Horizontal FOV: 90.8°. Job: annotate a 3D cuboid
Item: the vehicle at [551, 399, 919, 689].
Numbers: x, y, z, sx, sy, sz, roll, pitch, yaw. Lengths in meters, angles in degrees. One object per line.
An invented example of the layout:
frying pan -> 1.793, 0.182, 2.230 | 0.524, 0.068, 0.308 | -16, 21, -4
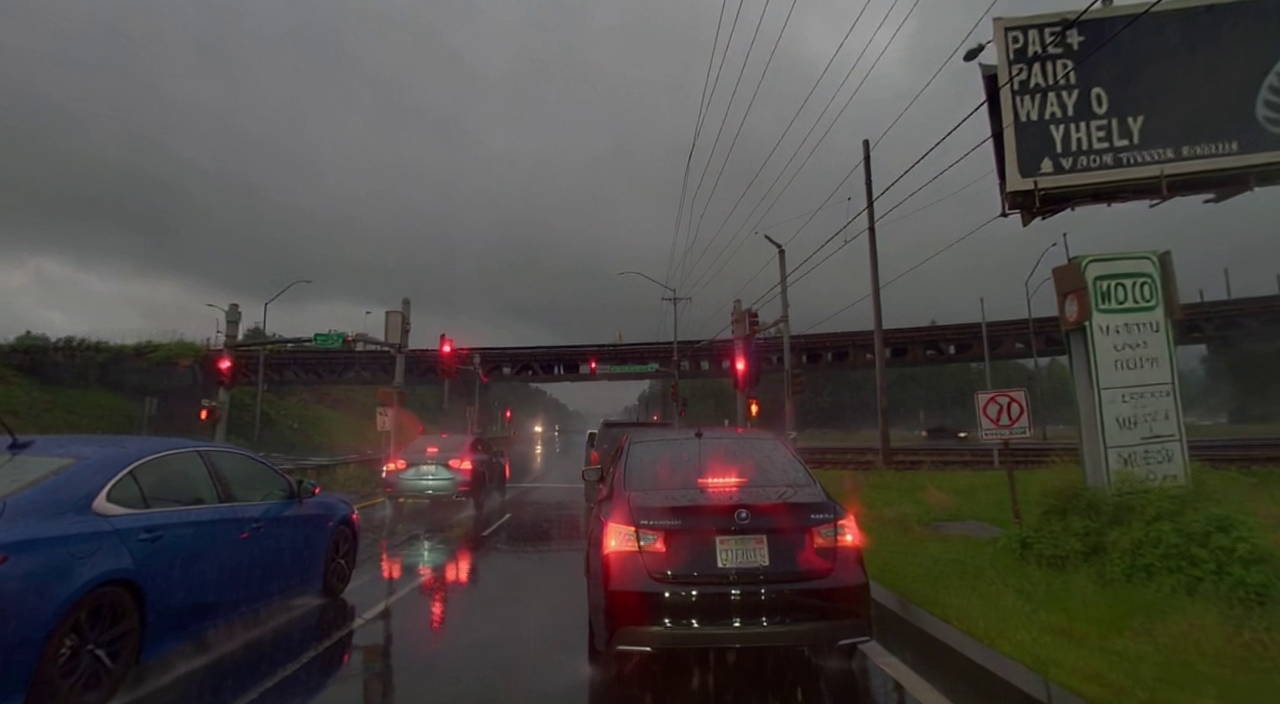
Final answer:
vehicle -> 0.408, 1.323, 5.456 | 1.998, 1.529, 3.960 | 1, -9, -3

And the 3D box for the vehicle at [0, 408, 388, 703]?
vehicle -> -3.709, 1.252, 4.490 | 1.956, 1.468, 4.585 | 0, -8, 0

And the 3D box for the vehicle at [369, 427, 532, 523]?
vehicle -> -3.349, 2.254, 12.087 | 1.984, 1.505, 4.047 | 0, -9, -2
